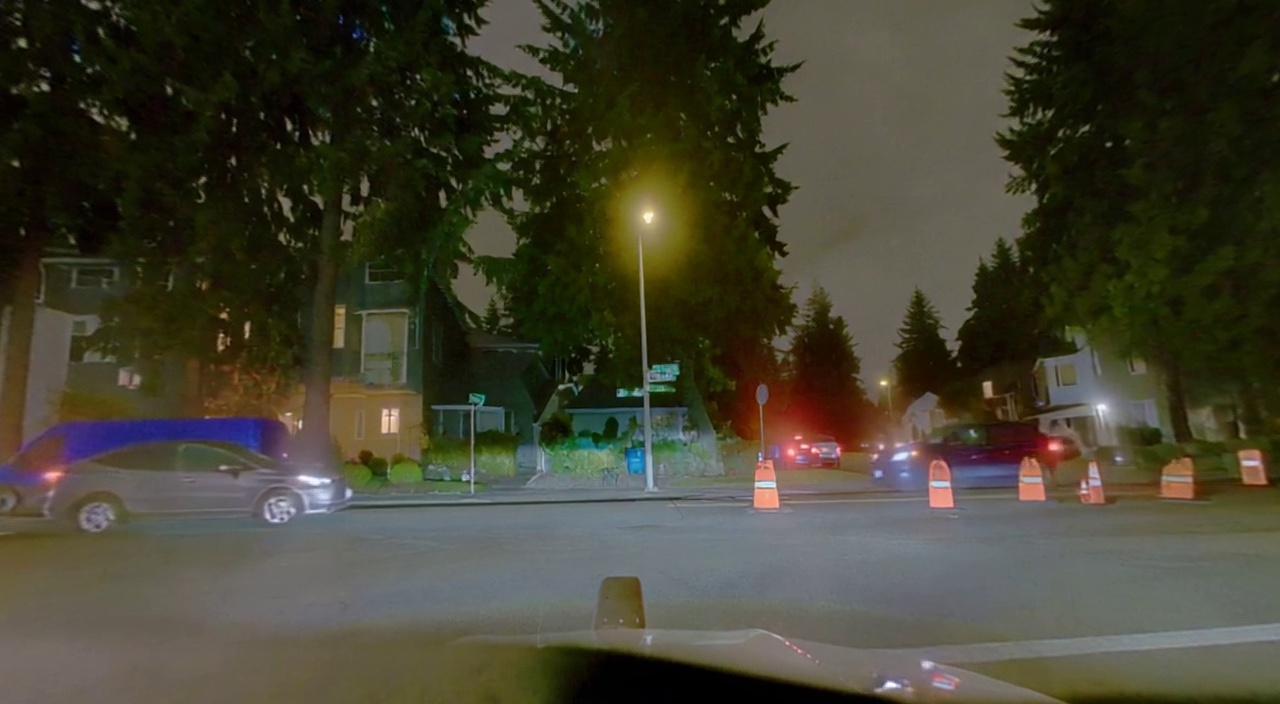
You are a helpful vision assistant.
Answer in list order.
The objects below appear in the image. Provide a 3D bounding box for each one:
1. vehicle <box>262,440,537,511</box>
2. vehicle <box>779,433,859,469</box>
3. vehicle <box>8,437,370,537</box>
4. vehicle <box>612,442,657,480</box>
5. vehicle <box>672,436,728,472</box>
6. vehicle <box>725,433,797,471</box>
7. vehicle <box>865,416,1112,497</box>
[{"bbox_3d":[-6.398,3.406,17.853,6.643,1.777,2.925,1,-9,-5],"label":"vehicle"},{"bbox_3d":[8.060,4.517,28.922,1.893,1.529,4.422,1,-9,-7],"label":"vehicle"},{"bbox_3d":[-7.565,2.286,11.058,4.684,1.556,2.087,0,-8,-1],"label":"vehicle"},{"bbox_3d":[-0.304,4.775,27.928,1.648,1.430,3.654,4,-9,-4],"label":"vehicle"},{"bbox_3d":[2.598,4.564,28.387,1.745,1.461,4.074,1,-9,-5],"label":"vehicle"},{"bbox_3d":[5.337,4.483,28.485,2.007,1.555,4.204,1,-9,-7],"label":"vehicle"},{"bbox_3d":[8.620,2.610,15.955,5.047,1.851,2.103,1,-9,-5],"label":"vehicle"}]
